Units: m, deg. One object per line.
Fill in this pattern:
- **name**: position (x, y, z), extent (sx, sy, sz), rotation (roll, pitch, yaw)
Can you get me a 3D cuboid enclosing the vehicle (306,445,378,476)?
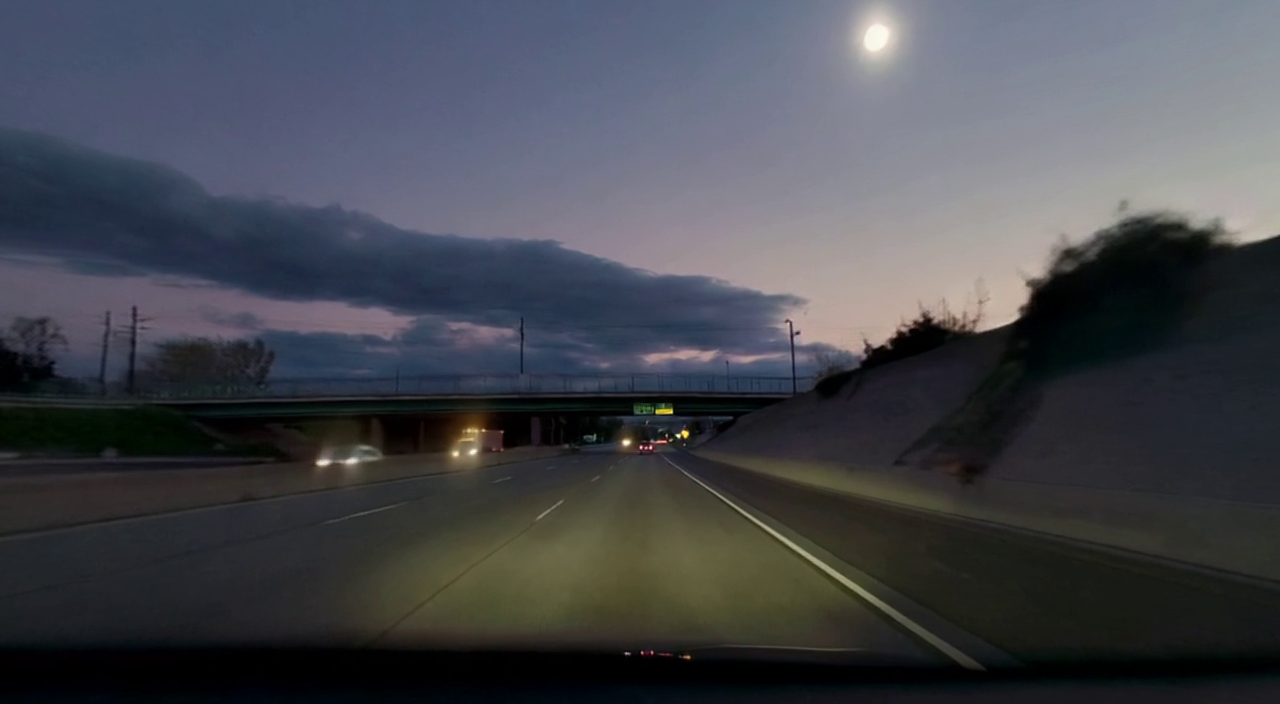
- **vehicle**: position (-16.262, 5.921, 34.632), extent (1.909, 1.562, 4.163), rotation (-1, -9, 0)
